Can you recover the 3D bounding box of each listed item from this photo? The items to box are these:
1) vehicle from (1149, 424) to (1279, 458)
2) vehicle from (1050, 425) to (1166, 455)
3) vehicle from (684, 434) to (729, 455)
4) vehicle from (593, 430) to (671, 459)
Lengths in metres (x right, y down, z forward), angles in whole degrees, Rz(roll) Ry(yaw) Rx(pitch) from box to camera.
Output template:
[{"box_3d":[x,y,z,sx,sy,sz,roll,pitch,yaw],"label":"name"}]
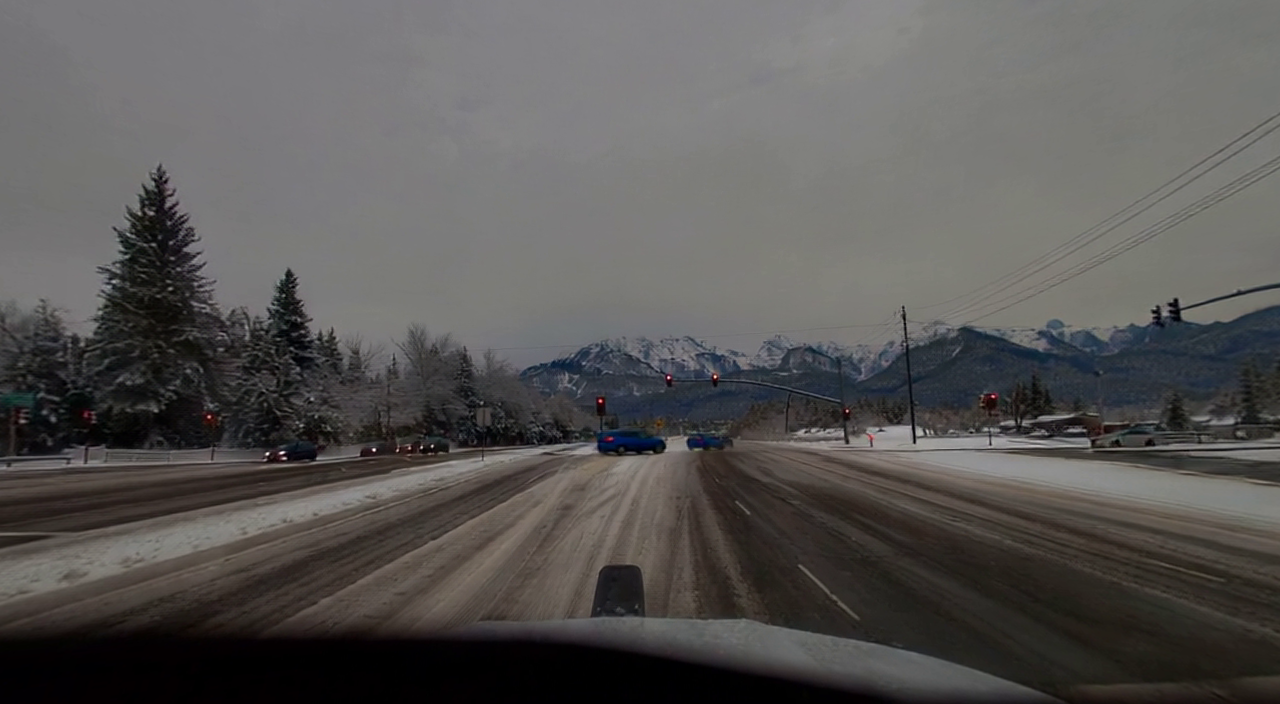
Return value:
[{"box_3d":[27.283,4.205,29.822,4.778,1.495,1.959,0,-8,0],"label":"vehicle"},{"box_3d":[27.524,5.192,37.280,5.100,1.680,2.055,0,-8,2],"label":"vehicle"},{"box_3d":[5.243,7.207,49.191,2.044,1.542,4.218,-5,-10,28],"label":"vehicle"},{"box_3d":[-0.458,5.852,40.006,2.105,1.735,4.812,-8,-12,44],"label":"vehicle"}]
